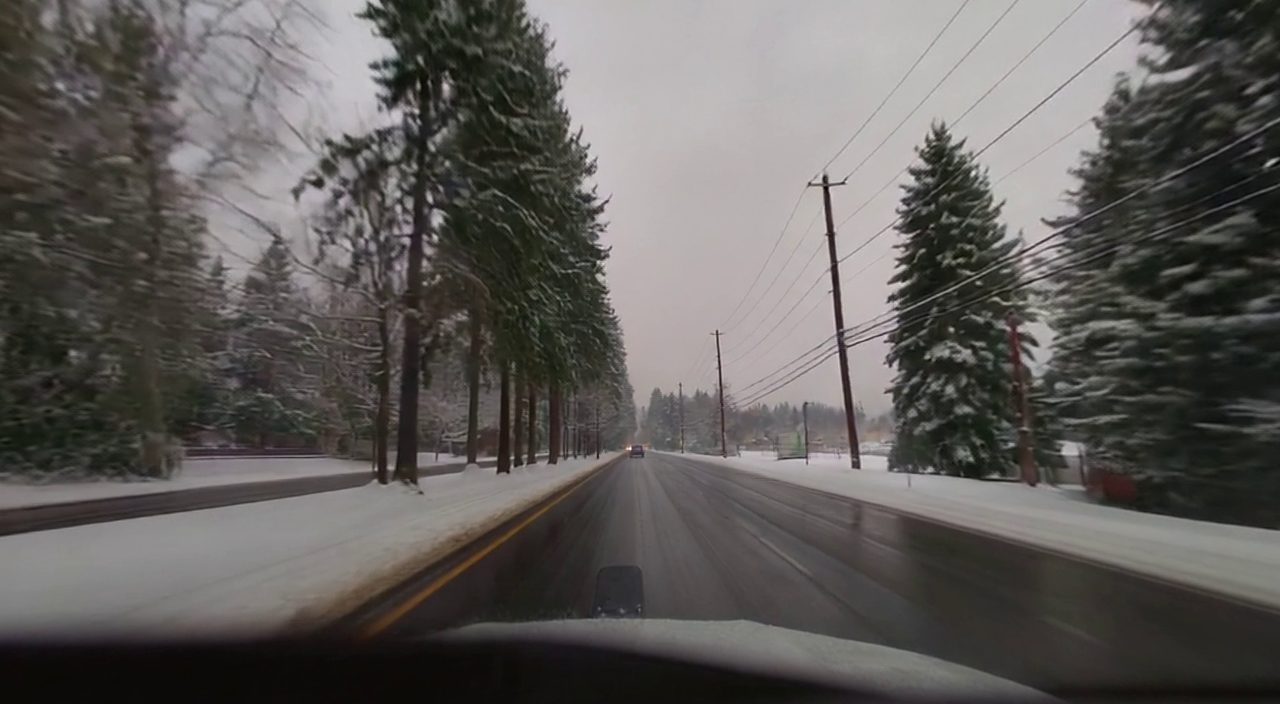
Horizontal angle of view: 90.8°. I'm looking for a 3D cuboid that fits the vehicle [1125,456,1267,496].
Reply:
[{"bbox_3d":[24.732,5.493,28.195,4.592,1.626,1.940,0,-9,-4],"label":"vehicle"}]
